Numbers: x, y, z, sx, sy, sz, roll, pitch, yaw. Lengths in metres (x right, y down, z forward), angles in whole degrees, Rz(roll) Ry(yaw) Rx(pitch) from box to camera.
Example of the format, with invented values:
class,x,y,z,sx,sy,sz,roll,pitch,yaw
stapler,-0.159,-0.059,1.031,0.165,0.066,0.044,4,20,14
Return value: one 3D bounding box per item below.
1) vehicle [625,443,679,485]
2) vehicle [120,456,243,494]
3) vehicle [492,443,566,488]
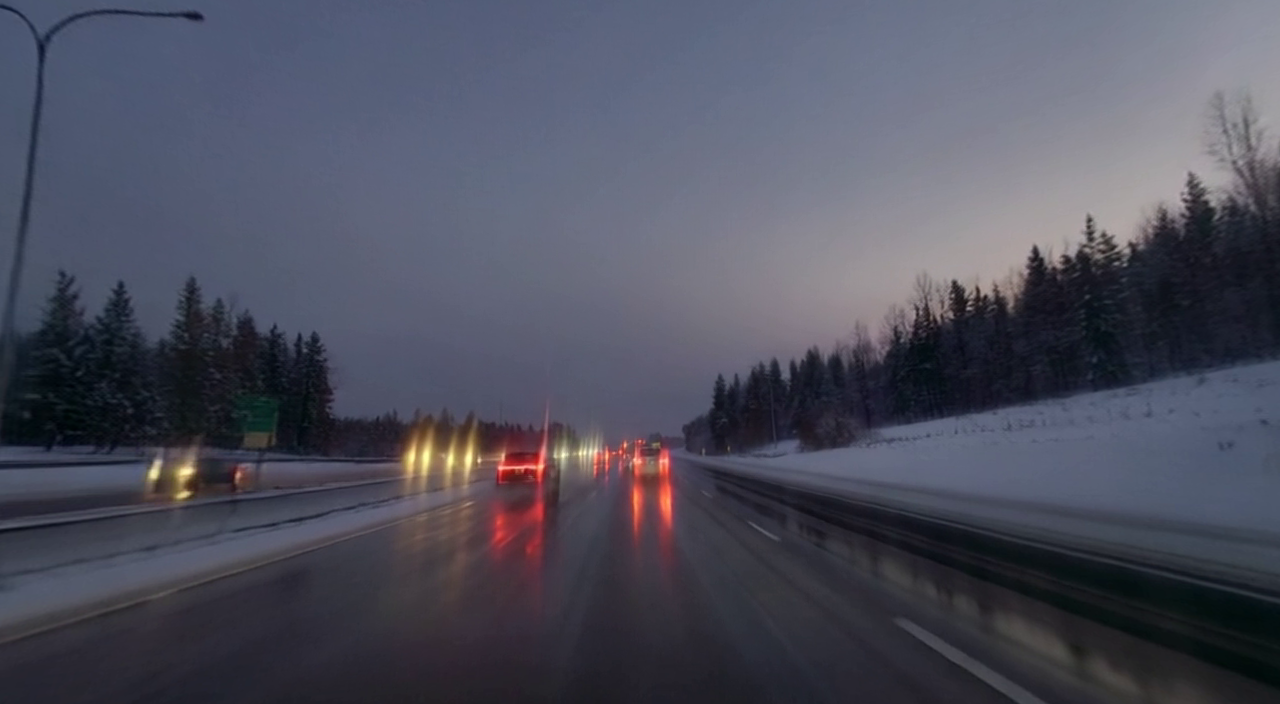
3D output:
class,x,y,z,sx,sy,sz,roll,pitch,yaw
vehicle,0.415,4.479,25.367,2.015,1.526,4.286,0,-9,-1
vehicle,-20.335,5.437,28.087,1.921,1.485,4.671,0,-9,1
vehicle,-4.068,4.234,23.672,1.940,1.502,4.463,0,-9,1
